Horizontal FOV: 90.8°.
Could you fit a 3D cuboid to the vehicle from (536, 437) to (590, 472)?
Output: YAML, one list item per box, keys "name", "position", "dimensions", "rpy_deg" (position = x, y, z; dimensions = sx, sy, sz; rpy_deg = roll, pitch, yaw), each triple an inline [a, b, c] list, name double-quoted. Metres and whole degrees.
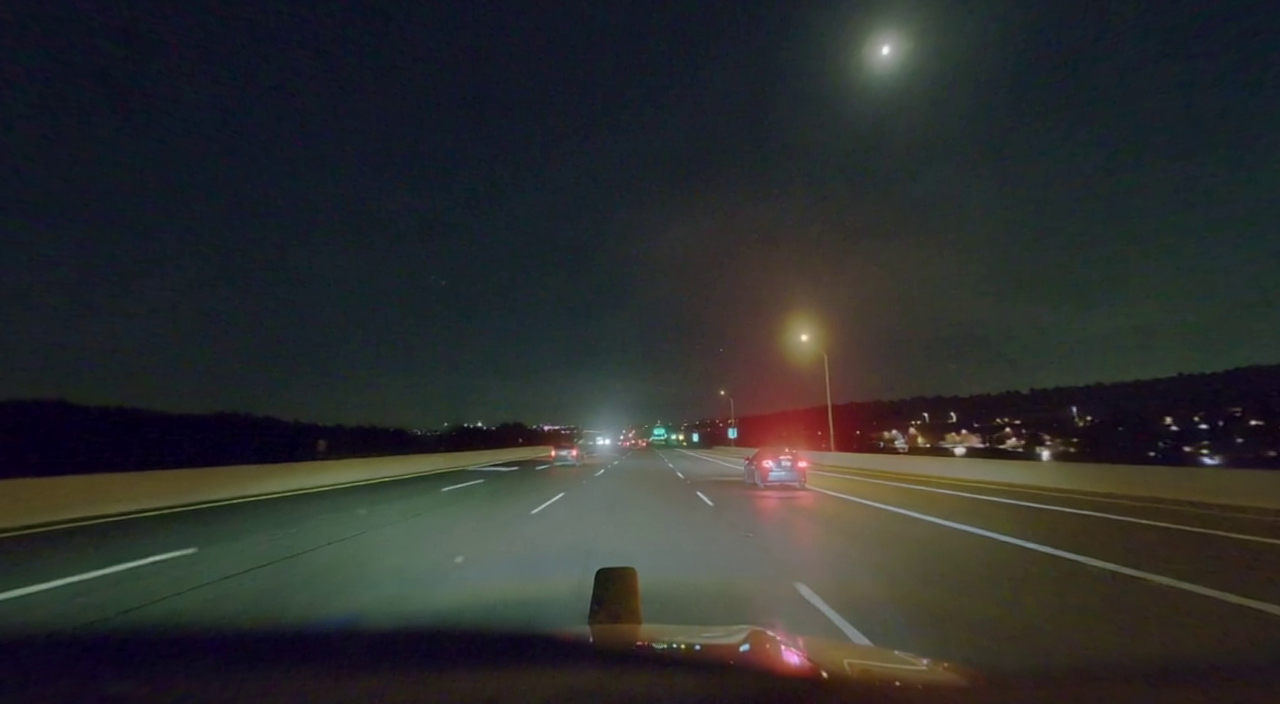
- name: "vehicle"
  position: [-3.765, 5.088, 31.642]
  dimensions: [2.048, 1.618, 4.424]
  rpy_deg: [0, -9, 1]

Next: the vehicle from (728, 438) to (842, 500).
- name: "vehicle"
  position: [3.884, 3.205, 17.729]
  dimensions: [2.060, 1.485, 4.274]
  rpy_deg: [0, -9, -2]
